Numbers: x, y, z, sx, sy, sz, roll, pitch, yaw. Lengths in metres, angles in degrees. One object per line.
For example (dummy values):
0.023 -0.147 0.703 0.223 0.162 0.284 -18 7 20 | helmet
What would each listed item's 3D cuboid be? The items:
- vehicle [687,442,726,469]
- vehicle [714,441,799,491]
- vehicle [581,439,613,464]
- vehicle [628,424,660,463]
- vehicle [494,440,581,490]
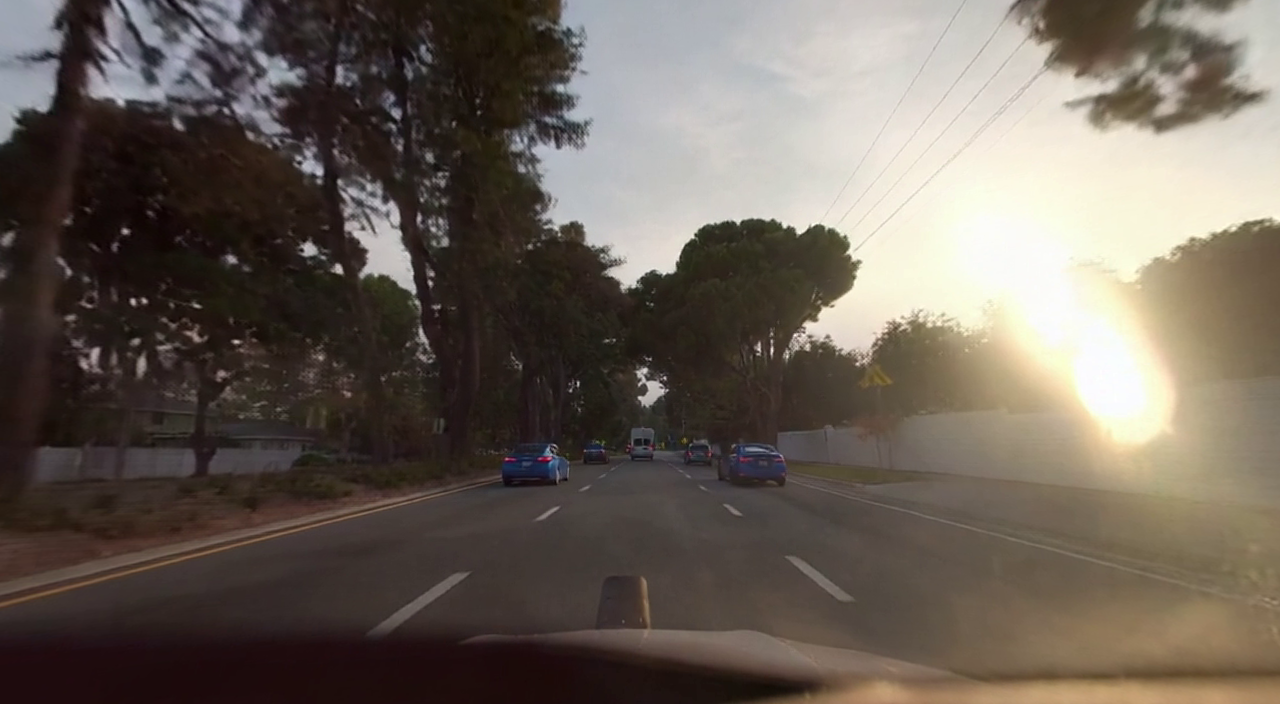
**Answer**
4.089 6.443 39.288 1.905 1.520 4.340 1 -8 -1 | vehicle
3.653 3.646 20.513 1.945 1.469 4.258 0 -8 0 | vehicle
-3.202 7.437 47.143 2.021 1.715 4.329 0 -8 1 | vehicle
0.324 6.961 47.724 2.311 2.726 5.814 0 -8 1 | vehicle
-3.309 3.730 21.225 2.036 1.474 4.647 0 -8 2 | vehicle
